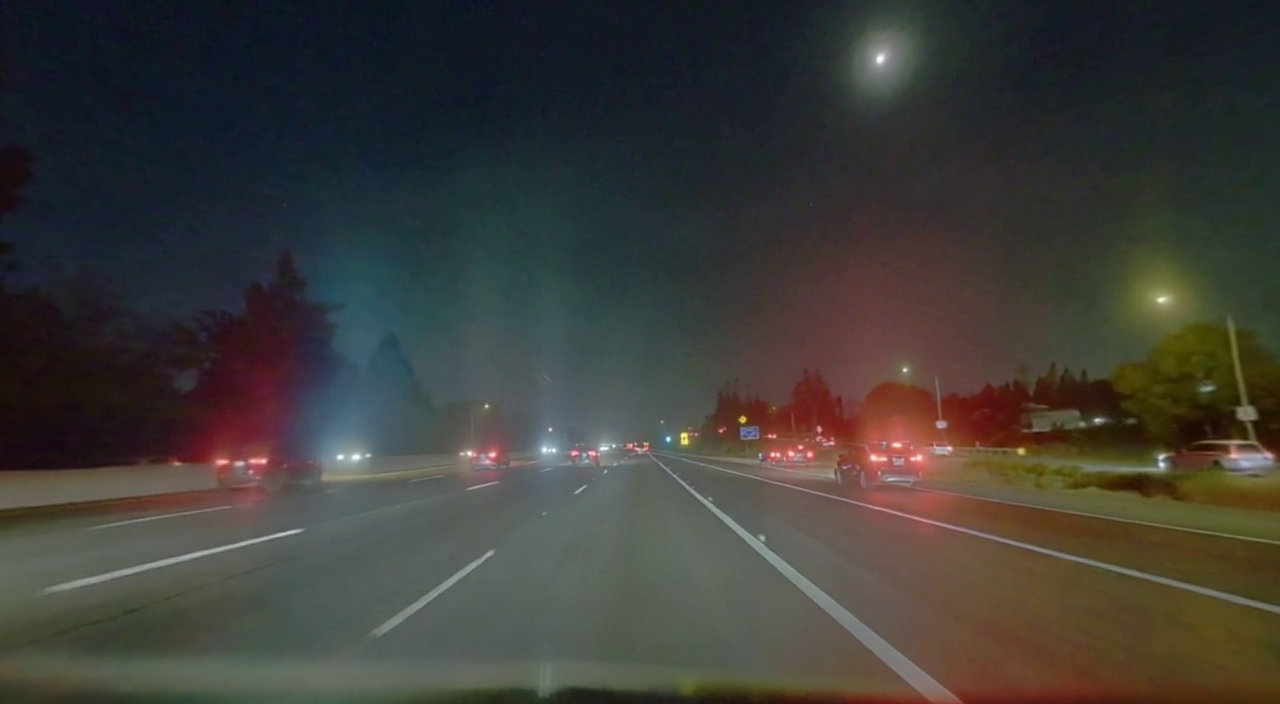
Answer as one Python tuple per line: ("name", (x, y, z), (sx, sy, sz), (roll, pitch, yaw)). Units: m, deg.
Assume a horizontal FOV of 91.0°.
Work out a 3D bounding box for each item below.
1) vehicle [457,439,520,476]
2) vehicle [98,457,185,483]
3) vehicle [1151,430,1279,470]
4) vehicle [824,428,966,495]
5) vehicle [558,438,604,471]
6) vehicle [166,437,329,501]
("vehicle", (-7.722, 5.422, 32.541), (2.087, 1.755, 4.457), (0, -9, 0))
("vehicle", (-32.191, 7.617, 40.859), (1.870, 1.519, 4.617), (0, -9, 1))
("vehicle", (27.666, 4.685, 30.181), (2.051, 1.728, 4.927), (1, -9, -2))
("vehicle", (7.678, 3.359, 19.653), (2.259, 1.816, 4.862), (0, -9, -2))
("vehicle", (-3.701, 6.514, 40.218), (2.288, 1.962, 5.119), (0, -9, 2))
("vehicle", (-11.263, 3.371, 18.534), (1.958, 1.633, 4.302), (0, -9, 0))
